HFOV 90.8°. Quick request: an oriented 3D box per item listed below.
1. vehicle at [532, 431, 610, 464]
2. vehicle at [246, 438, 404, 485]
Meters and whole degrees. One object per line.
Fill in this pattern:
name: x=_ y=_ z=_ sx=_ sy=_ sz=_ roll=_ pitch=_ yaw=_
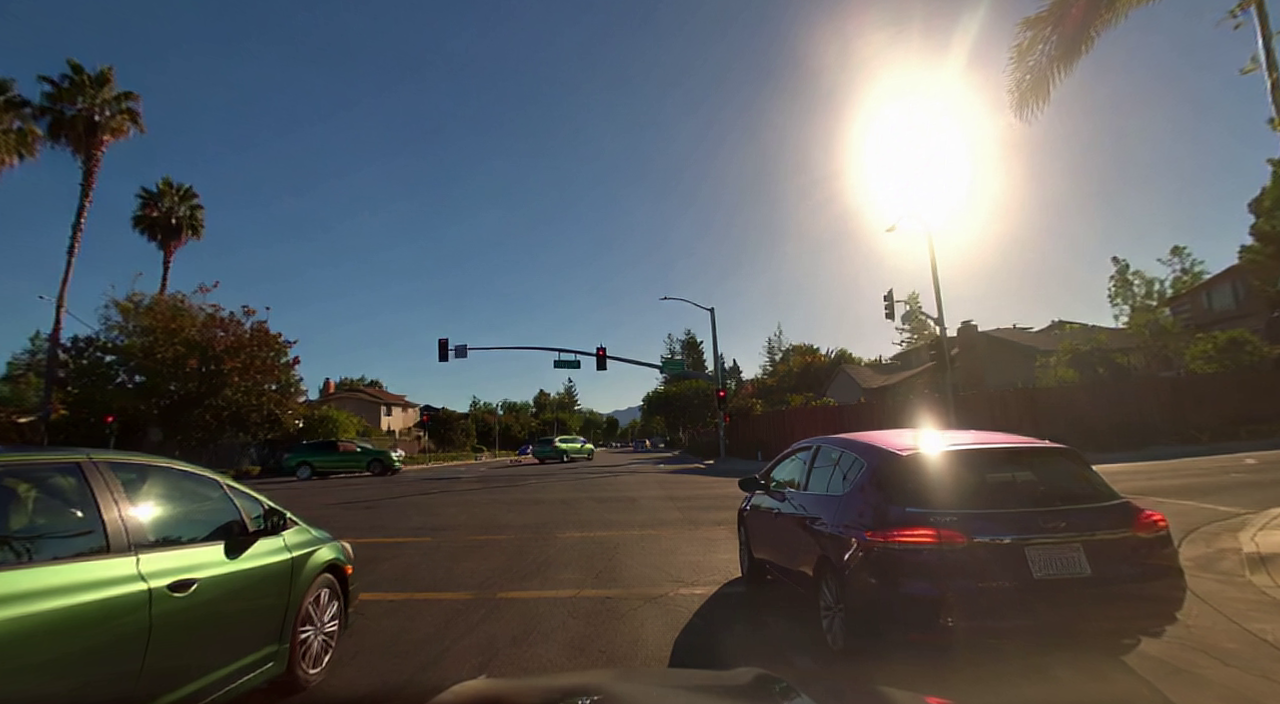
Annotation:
vehicle: x=-3.919 y=5.604 z=37.012 sx=2.393 sy=1.775 sz=5.204 roll=-4 pitch=-9 yaw=21
vehicle: x=-11.567 y=4.004 z=23.430 sx=4.777 sy=1.541 sz=2.083 roll=8 pitch=-12 yaw=-43
